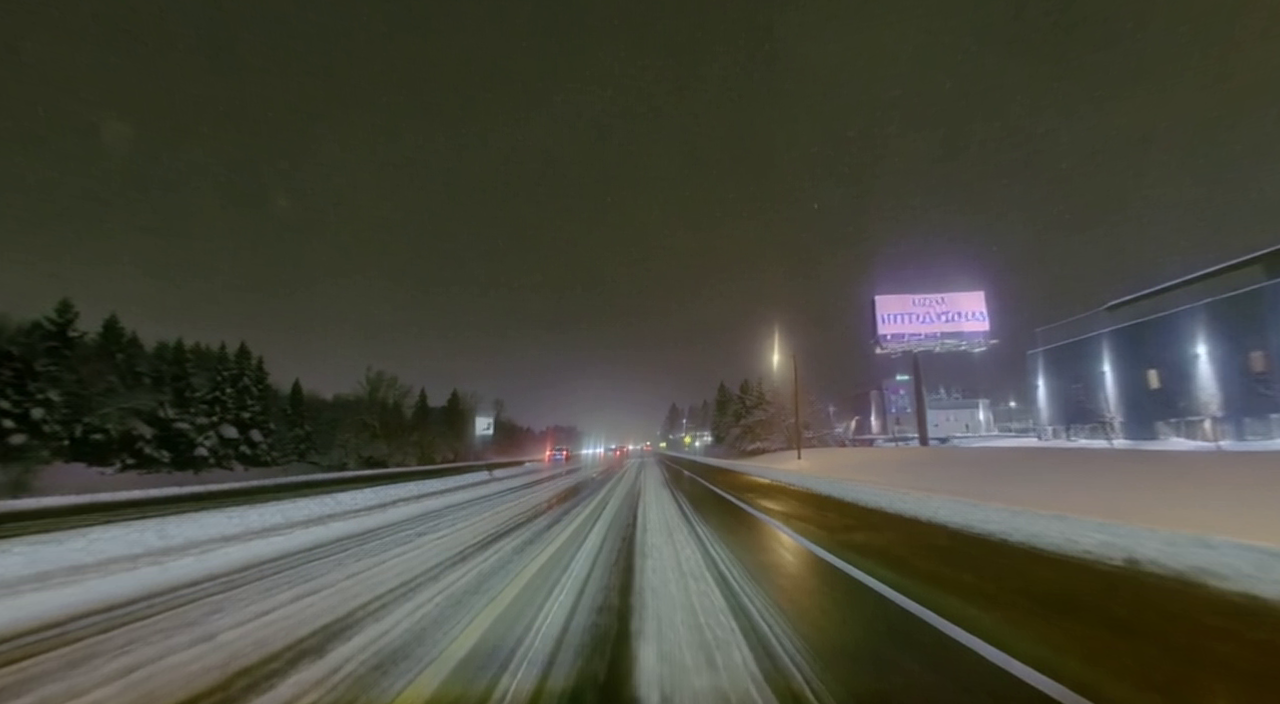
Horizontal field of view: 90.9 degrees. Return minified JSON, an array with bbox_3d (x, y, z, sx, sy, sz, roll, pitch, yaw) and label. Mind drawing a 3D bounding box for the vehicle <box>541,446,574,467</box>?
[{"bbox_3d":[-6.285,7.991,48.422,1.936,1.462,4.388,-1,-8,1],"label":"vehicle"}]
